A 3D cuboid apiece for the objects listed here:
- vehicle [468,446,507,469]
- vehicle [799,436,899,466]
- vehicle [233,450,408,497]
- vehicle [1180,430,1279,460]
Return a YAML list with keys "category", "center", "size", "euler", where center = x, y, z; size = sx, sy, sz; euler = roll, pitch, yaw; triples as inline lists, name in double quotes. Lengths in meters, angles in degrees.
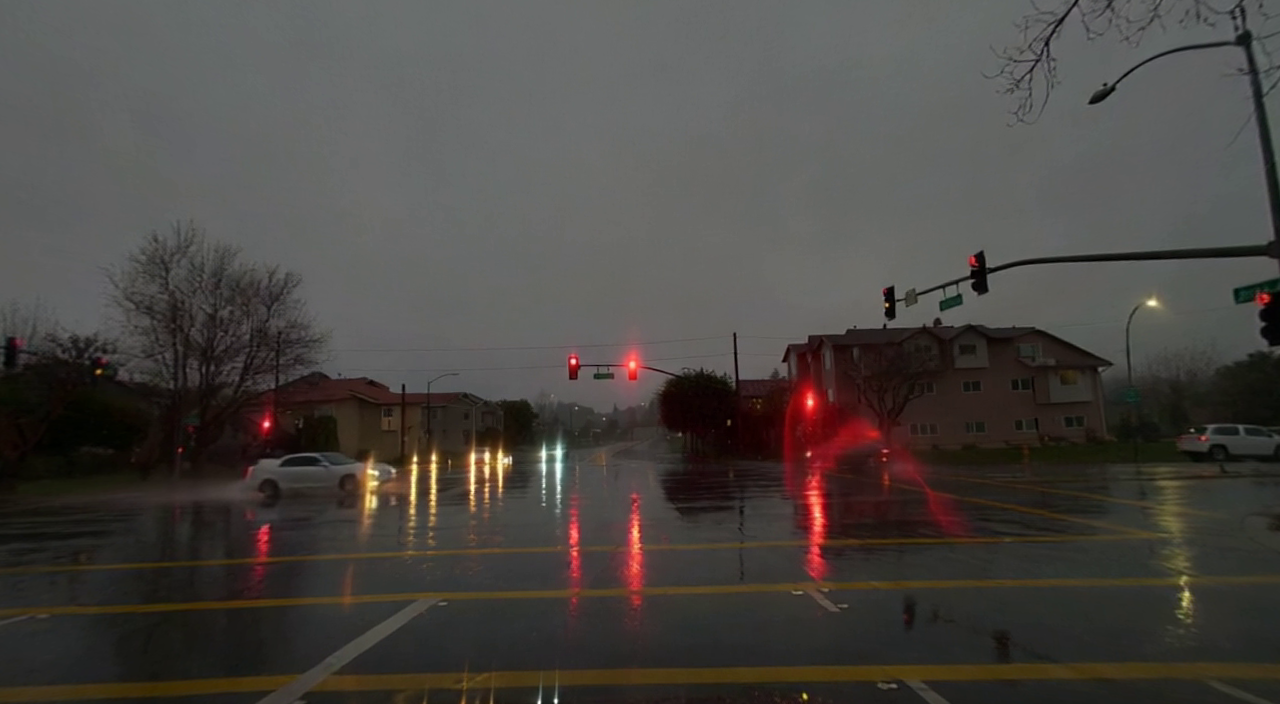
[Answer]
- category: "vehicle"
  center: [-10.732, 7.455, 44.756]
  size: [1.881, 1.509, 3.377]
  euler: [0, -9, 1]
- category: "vehicle"
  center: [11.556, 5.490, 35.020]
  size: [4.873, 1.539, 1.932]
  euler: [-6, -10, 33]
- category: "vehicle"
  center: [-10.638, 4.073, 21.318]
  size: [4.823, 1.449, 2.017]
  euler: [-1, -9, 1]
- category: "vehicle"
  center: [31.294, 4.886, 33.040]
  size: [4.318, 1.488, 1.870]
  euler: [0, -9, -1]
